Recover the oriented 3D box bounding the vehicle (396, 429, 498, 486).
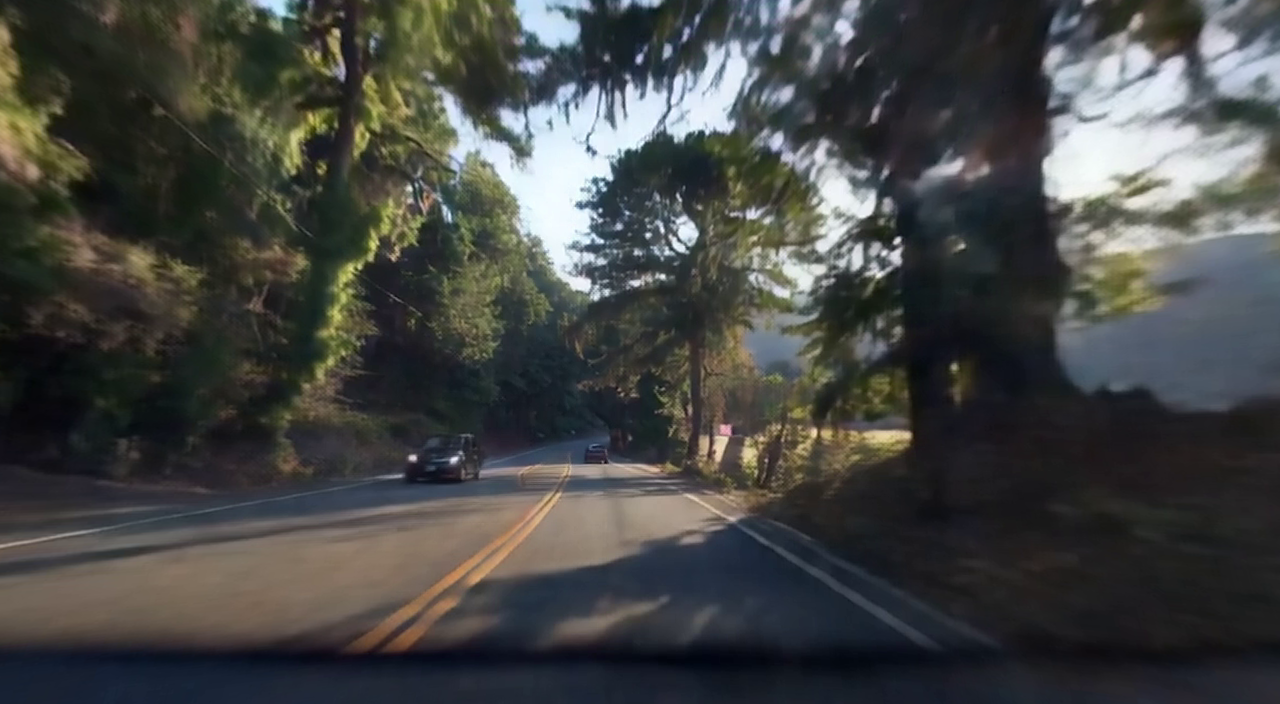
[{"bbox_3d":[-6.510,3.626,21.933,2.318,1.754,4.328,0,-9,-2],"label":"vehicle"}]
